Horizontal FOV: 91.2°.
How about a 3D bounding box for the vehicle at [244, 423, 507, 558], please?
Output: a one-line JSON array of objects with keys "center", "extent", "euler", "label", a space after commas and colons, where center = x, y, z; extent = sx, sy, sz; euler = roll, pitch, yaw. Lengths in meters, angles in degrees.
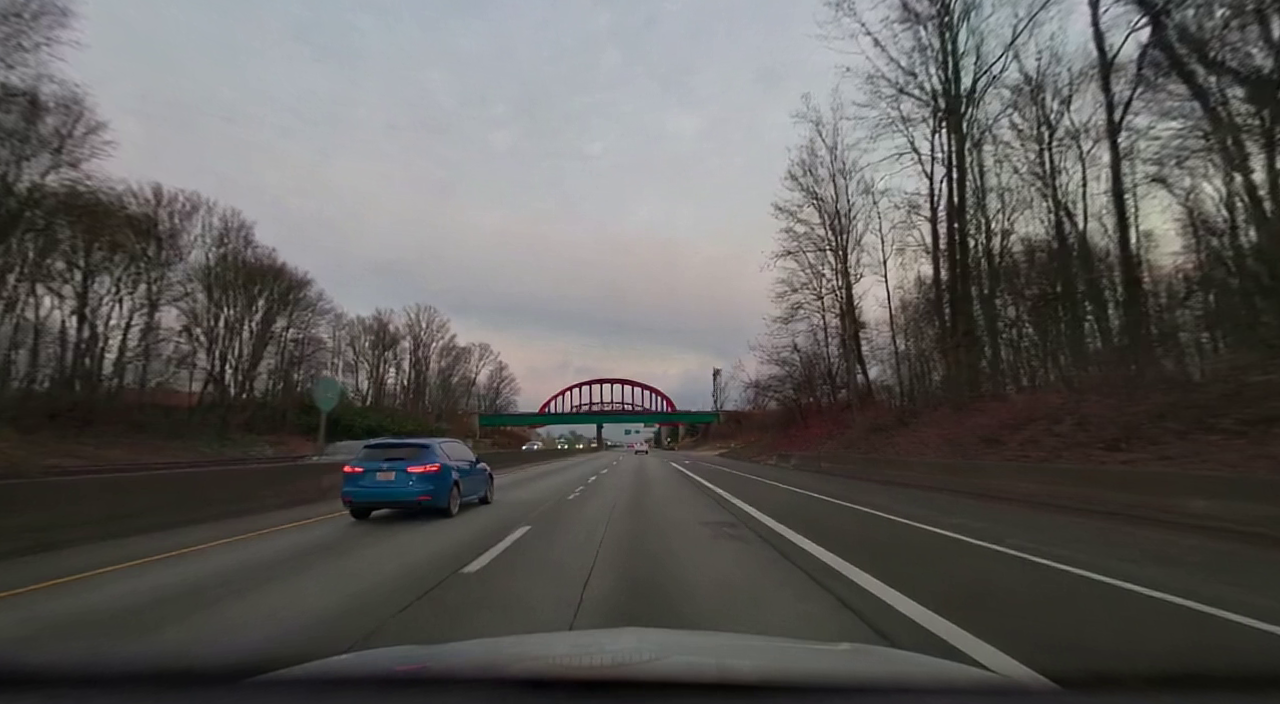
[{"center": [-3.553, 1.946, 9.565], "extent": [2.052, 1.556, 4.405], "euler": [0, -8, 0], "label": "vehicle"}]
